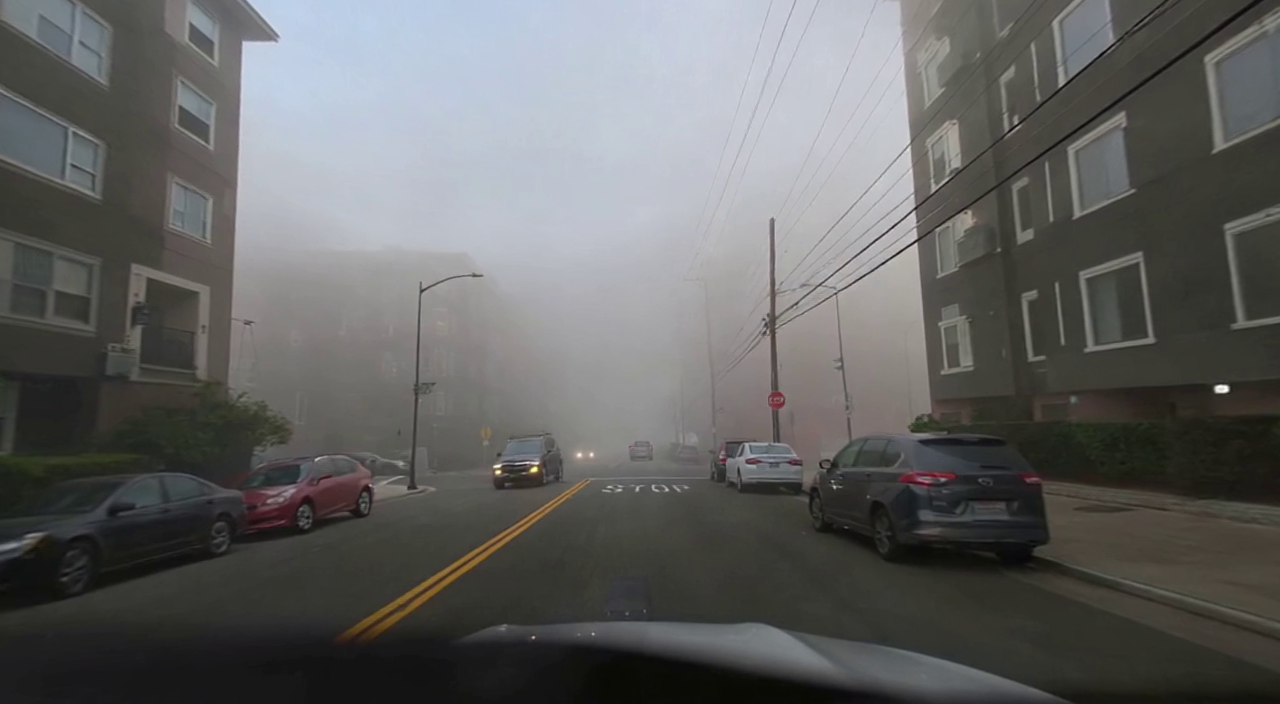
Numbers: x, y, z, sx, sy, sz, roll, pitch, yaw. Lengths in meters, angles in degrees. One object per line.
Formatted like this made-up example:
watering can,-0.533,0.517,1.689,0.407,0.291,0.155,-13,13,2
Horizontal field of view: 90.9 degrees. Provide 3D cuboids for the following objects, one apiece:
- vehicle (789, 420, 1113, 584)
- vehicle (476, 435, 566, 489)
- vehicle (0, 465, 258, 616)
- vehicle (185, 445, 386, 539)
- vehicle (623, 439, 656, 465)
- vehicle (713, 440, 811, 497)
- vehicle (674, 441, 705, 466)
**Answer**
vehicle,3.750,1.889,8.872,2.040,1.637,4.734,0,-9,-1
vehicle,-4.307,4.079,23.677,2.452,1.778,4.634,0,-9,1
vehicle,-7.571,2.324,8.560,1.953,1.417,4.449,-1,-9,1
vehicle,-7.560,2.972,14.084,1.928,1.721,4.429,0,-9,-1
vehicle,-0.005,7.913,49.845,2.453,1.895,4.344,0,-9,0
vehicle,3.553,3.487,19.287,1.888,1.495,4.567,0,-9,-2
vehicle,3.854,7.954,49.689,2.164,1.721,4.416,-4,-9,1
